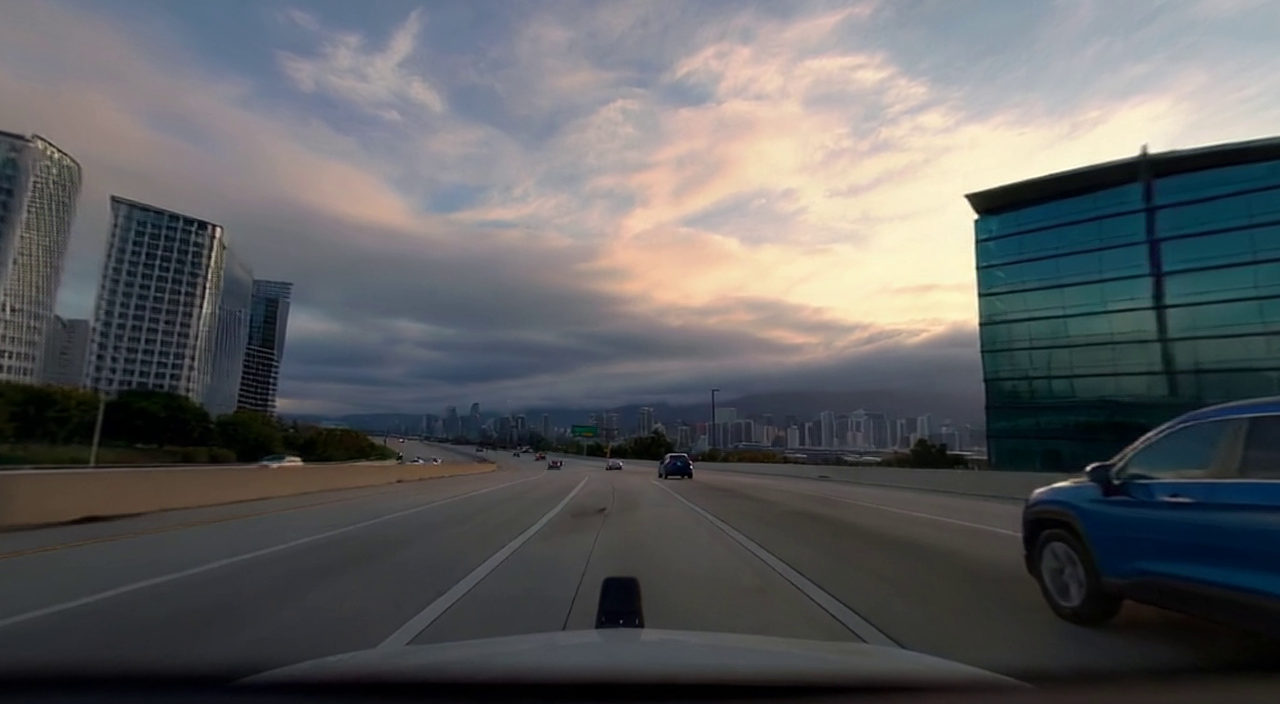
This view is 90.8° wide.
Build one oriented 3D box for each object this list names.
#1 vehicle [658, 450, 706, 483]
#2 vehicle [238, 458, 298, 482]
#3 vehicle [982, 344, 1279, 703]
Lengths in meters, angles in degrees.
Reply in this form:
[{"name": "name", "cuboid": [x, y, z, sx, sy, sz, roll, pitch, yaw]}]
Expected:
[{"name": "vehicle", "cuboid": [2.395, 6.727, 37.556, 2.110, 1.780, 4.682, 0, -9, -5]}, {"name": "vehicle", "cuboid": [-27.370, 8.668, 46.664, 1.985, 1.598, 4.576, 0, -9, -4]}, {"name": "vehicle", "cuboid": [4.162, 0.922, 3.313, 2.182, 1.826, 4.392, 0, -8, -1]}]
